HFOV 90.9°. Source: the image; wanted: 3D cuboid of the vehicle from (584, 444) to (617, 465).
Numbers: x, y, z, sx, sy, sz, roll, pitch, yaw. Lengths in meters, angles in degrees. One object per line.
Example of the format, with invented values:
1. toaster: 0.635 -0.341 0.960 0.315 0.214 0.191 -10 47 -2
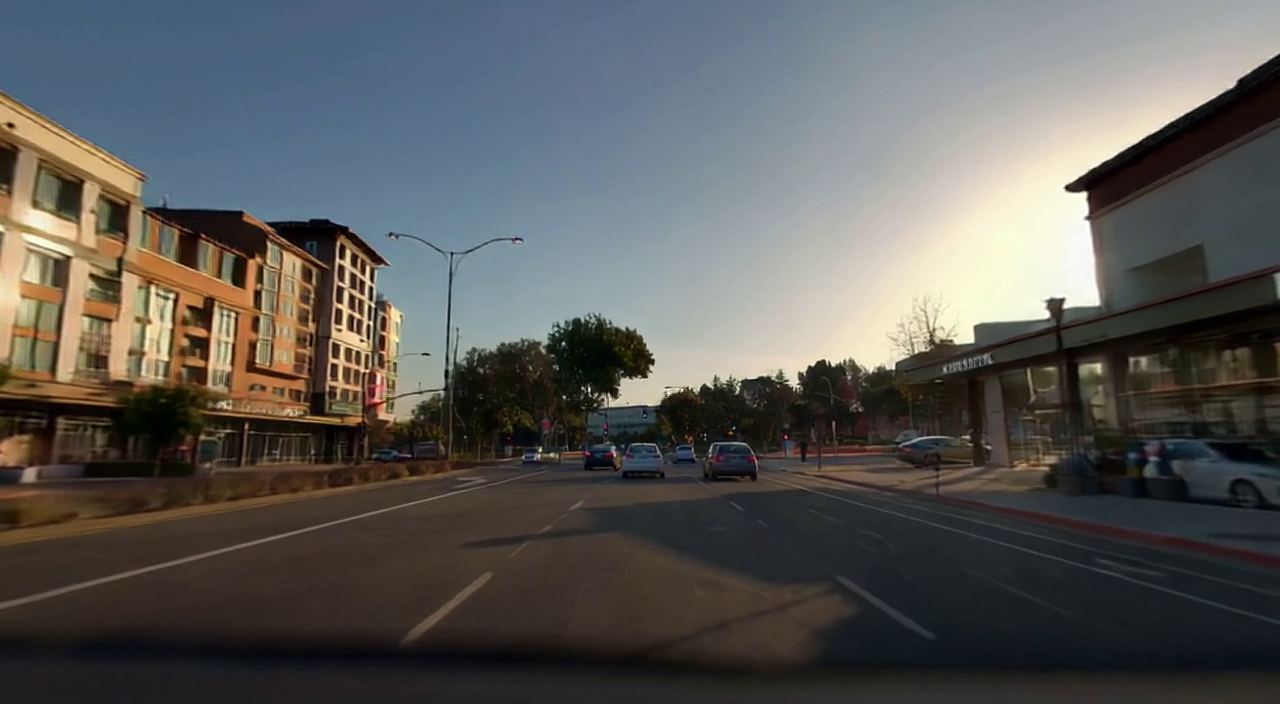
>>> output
1. vehicle: -2.875 7.639 47.176 2.029 1.482 4.591 0 -9 2

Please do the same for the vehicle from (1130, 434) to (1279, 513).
1. vehicle: 14.289 2.922 15.689 4.361 1.682 1.978 6 -11 -35

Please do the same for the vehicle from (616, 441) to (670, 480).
1. vehicle: 0.140 4.514 26.432 2.059 1.477 3.988 0 -9 1

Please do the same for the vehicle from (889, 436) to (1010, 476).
1. vehicle: 15.044 5.082 30.853 4.775 1.728 1.996 -2 -9 0

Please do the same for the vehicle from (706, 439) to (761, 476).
1. vehicle: 4.569 5.227 31.428 2.007 1.683 4.171 0 -9 -1

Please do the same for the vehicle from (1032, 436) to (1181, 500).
1. vehicle: 14.073 3.401 18.948 4.654 1.692 1.955 6 -10 -33
